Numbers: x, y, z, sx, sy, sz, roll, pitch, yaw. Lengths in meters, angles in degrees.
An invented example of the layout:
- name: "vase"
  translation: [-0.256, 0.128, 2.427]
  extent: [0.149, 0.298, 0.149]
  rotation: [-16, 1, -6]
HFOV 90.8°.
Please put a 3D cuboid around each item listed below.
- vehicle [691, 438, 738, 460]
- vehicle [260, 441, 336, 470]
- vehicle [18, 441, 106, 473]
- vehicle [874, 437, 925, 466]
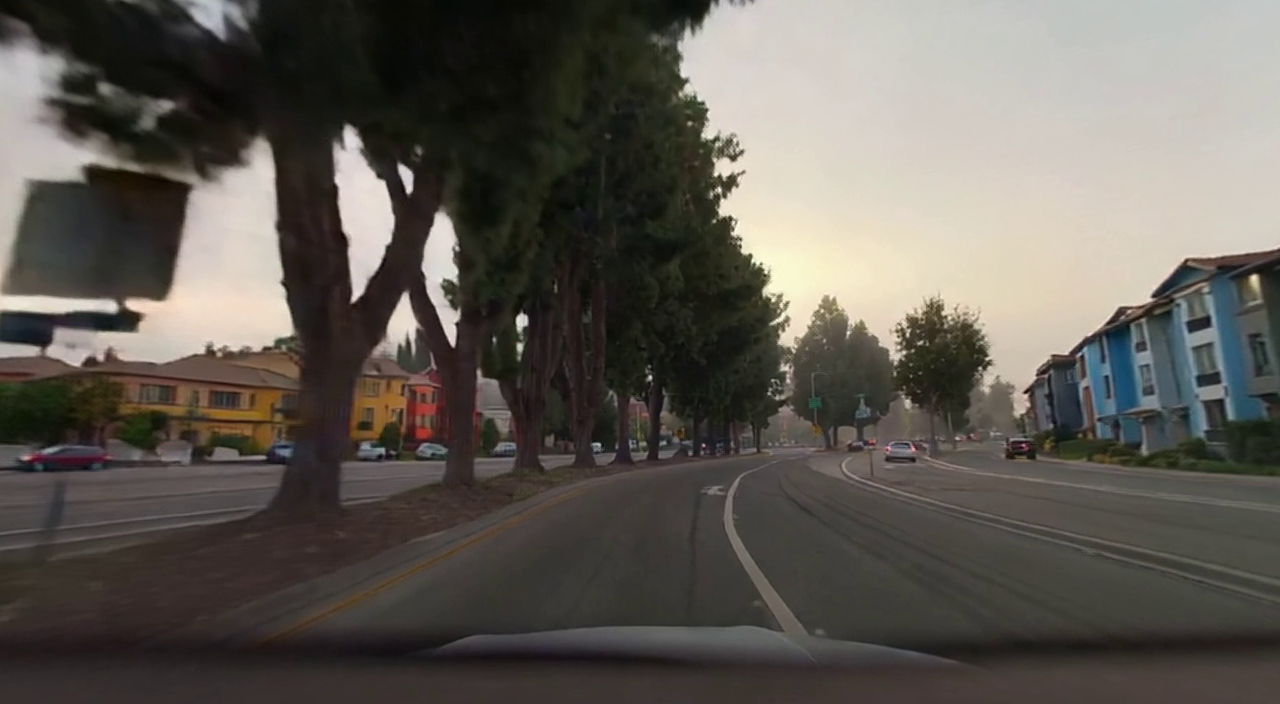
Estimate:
- name: "vehicle"
  translation: [5.356, 6.846, 44.591]
  extent: [2.081, 1.489, 4.863]
  rotation: [-4, -9, 21]
- name: "vehicle"
  translation: [-24.561, 7.520, 45.603]
  extent: [1.958, 1.708, 4.611]
  rotation: [-7, -15, 18]
- name: "vehicle"
  translation: [-33.819, 6.127, 36.964]
  extent: [4.418, 1.746, 1.925]
  rotation: [-4, -9, 22]
- name: "vehicle"
  translation: [16.459, 6.383, 40.308]
  extent: [1.988, 1.487, 4.479]
  rotation: [-3, -13, 10]
